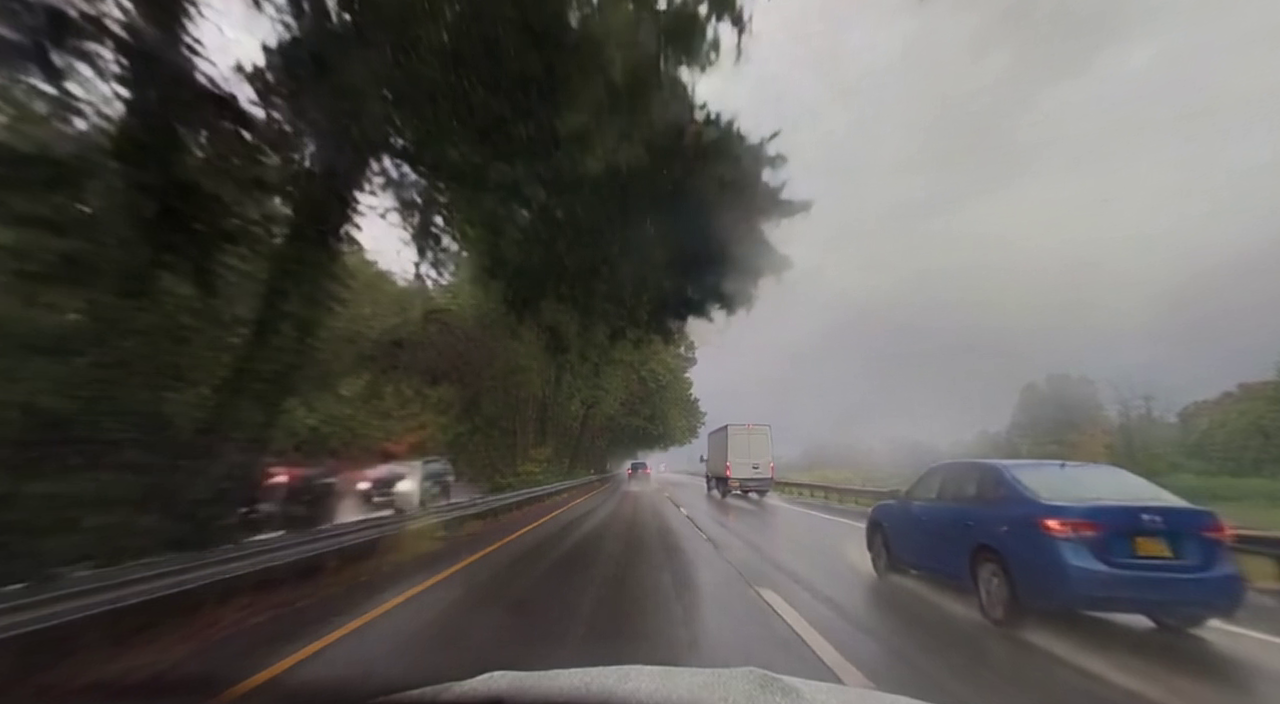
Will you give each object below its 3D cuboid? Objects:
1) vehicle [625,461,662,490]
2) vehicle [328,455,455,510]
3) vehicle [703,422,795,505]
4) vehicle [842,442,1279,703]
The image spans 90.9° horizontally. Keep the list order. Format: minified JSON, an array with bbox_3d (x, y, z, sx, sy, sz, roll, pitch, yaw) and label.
[{"bbox_3d":[0.232,7.815,39.955,2.212,1.717,4.452,1,-10,1],"label":"vehicle"},{"bbox_3d":[-8.336,4.447,21.791,2.327,1.627,4.835,0,-10,1],"label":"vehicle"},{"bbox_3d":[4.384,4.746,26.778,2.563,2.975,6.941,1,-10,-1],"label":"vehicle"},{"bbox_3d":[3.887,1.772,6.225,2.073,1.532,4.969,1,-10,-1],"label":"vehicle"}]
